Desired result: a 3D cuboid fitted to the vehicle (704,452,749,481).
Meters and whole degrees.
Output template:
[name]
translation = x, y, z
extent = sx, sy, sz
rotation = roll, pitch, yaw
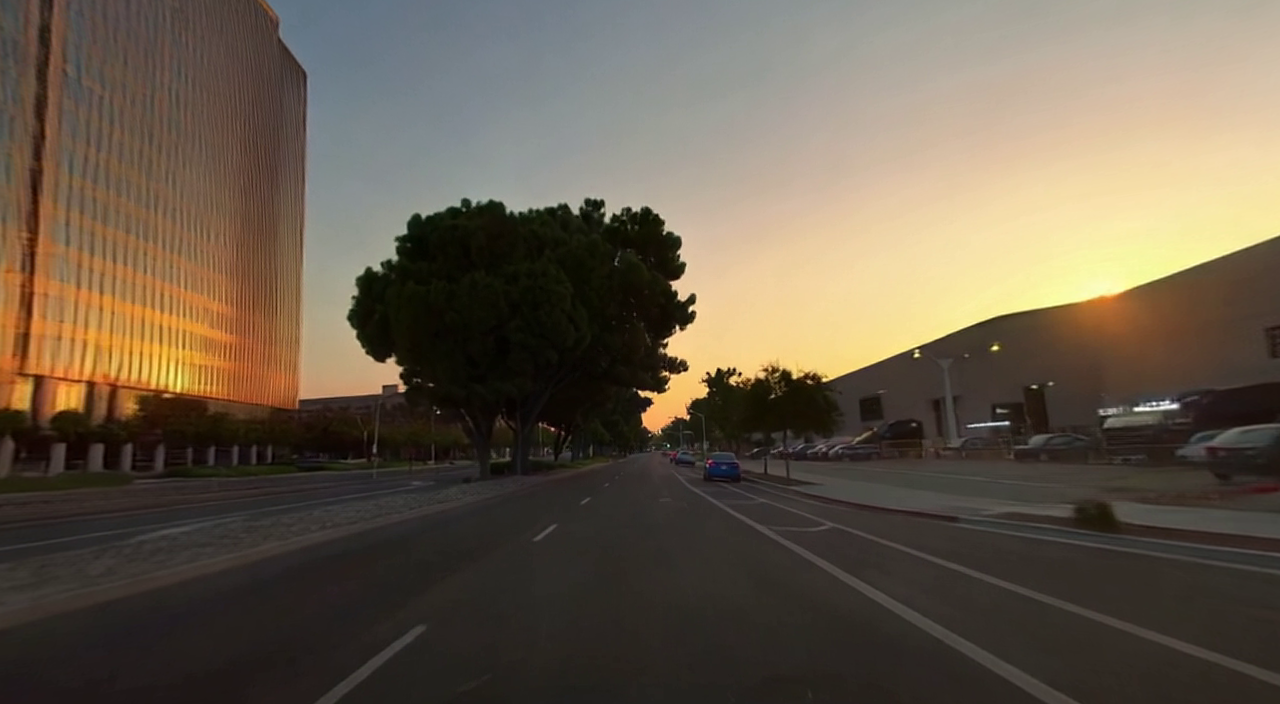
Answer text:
[vehicle]
translation = 4.856, 6.504, 36.072
extent = 1.909, 1.503, 4.368
rotation = 0, -8, 0
